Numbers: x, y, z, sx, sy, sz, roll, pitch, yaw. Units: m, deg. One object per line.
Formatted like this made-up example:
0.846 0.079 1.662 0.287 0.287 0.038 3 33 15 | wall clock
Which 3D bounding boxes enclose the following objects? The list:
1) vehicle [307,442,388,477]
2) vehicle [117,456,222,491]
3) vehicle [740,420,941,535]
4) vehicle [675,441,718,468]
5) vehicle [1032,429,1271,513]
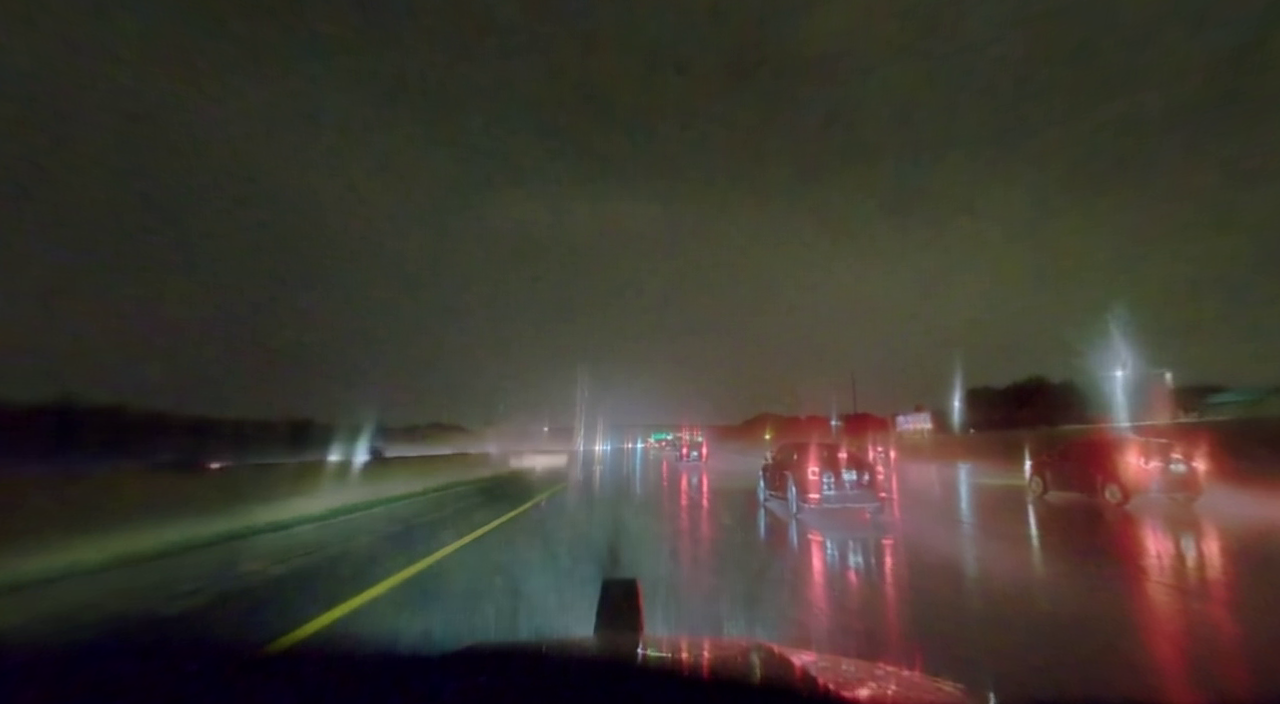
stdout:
-14.734 5.418 32.150 2.162 1.570 4.045 0 -8 0 | vehicle
-22.283 5.744 30.139 1.802 1.429 4.151 0 -8 0 | vehicle
3.204 2.112 11.280 1.977 1.601 4.598 0 -8 -1 | vehicle
3.267 6.018 37.360 2.038 1.477 4.313 0 -8 -1 | vehicle
10.958 2.549 14.024 1.844 1.560 4.085 0 -8 0 | vehicle
